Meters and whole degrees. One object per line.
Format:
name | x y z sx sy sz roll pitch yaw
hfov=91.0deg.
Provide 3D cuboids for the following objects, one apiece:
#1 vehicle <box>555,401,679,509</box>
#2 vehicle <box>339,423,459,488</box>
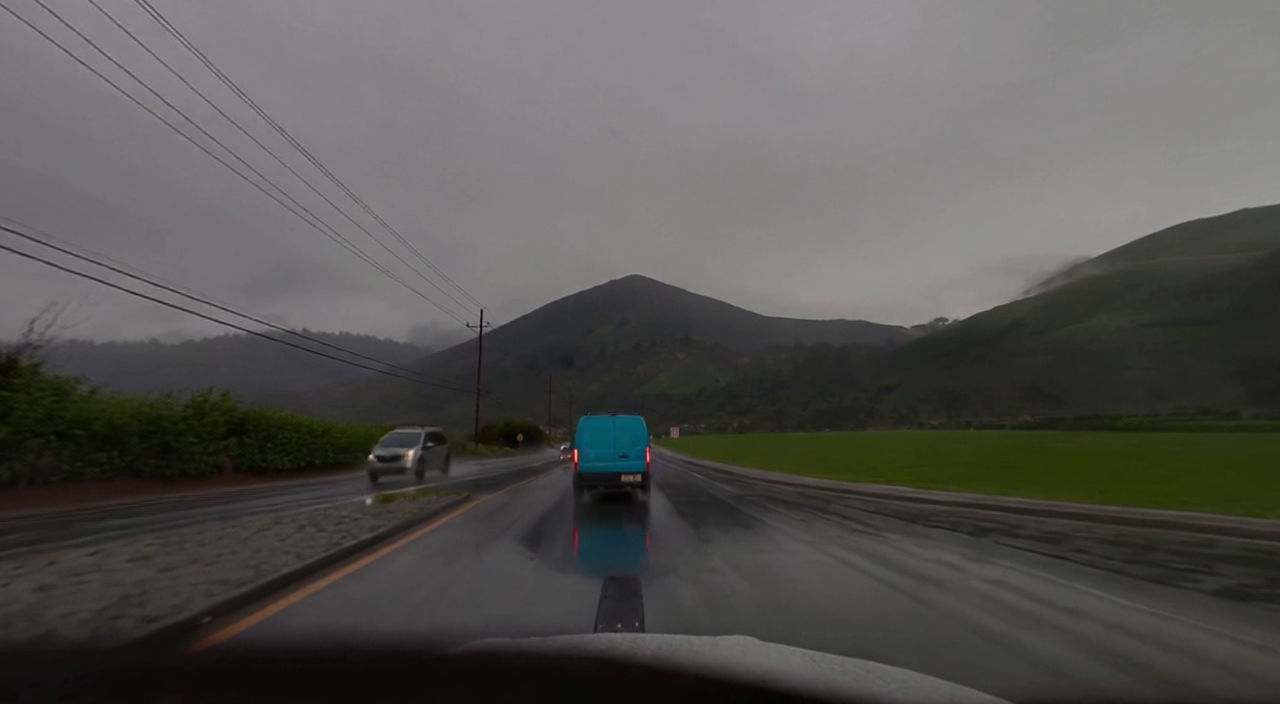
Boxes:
vehicle | -0.569 2.393 14.888 2.454 2.144 4.535 0 -8 -3
vehicle | -9.380 4.089 25.241 2.260 2.264 5.982 0 -8 2
